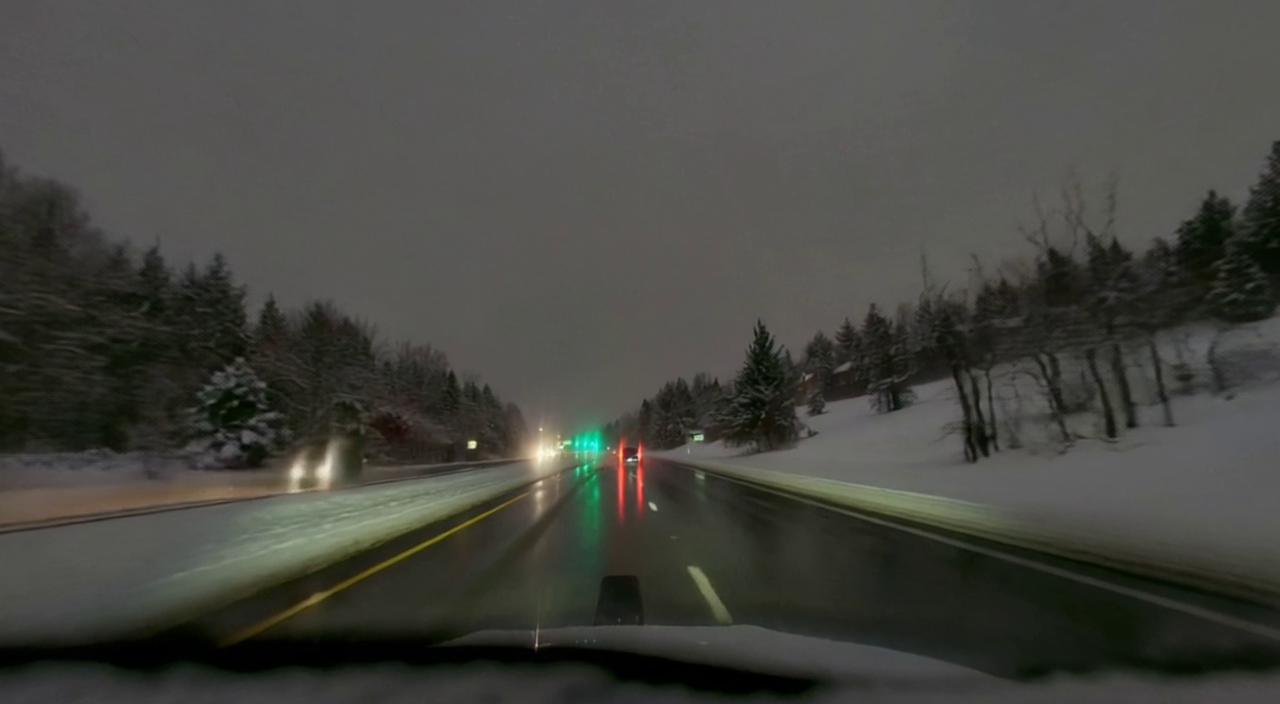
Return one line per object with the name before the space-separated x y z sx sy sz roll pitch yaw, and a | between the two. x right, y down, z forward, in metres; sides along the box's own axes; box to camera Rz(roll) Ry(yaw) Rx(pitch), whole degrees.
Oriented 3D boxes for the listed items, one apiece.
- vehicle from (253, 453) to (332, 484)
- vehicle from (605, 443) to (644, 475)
vehicle | -18.318 6.141 33.344 1.856 1.463 4.226 0 -9 -1
vehicle | -0.837 6.157 36.334 2.120 1.715 4.153 0 -9 0
